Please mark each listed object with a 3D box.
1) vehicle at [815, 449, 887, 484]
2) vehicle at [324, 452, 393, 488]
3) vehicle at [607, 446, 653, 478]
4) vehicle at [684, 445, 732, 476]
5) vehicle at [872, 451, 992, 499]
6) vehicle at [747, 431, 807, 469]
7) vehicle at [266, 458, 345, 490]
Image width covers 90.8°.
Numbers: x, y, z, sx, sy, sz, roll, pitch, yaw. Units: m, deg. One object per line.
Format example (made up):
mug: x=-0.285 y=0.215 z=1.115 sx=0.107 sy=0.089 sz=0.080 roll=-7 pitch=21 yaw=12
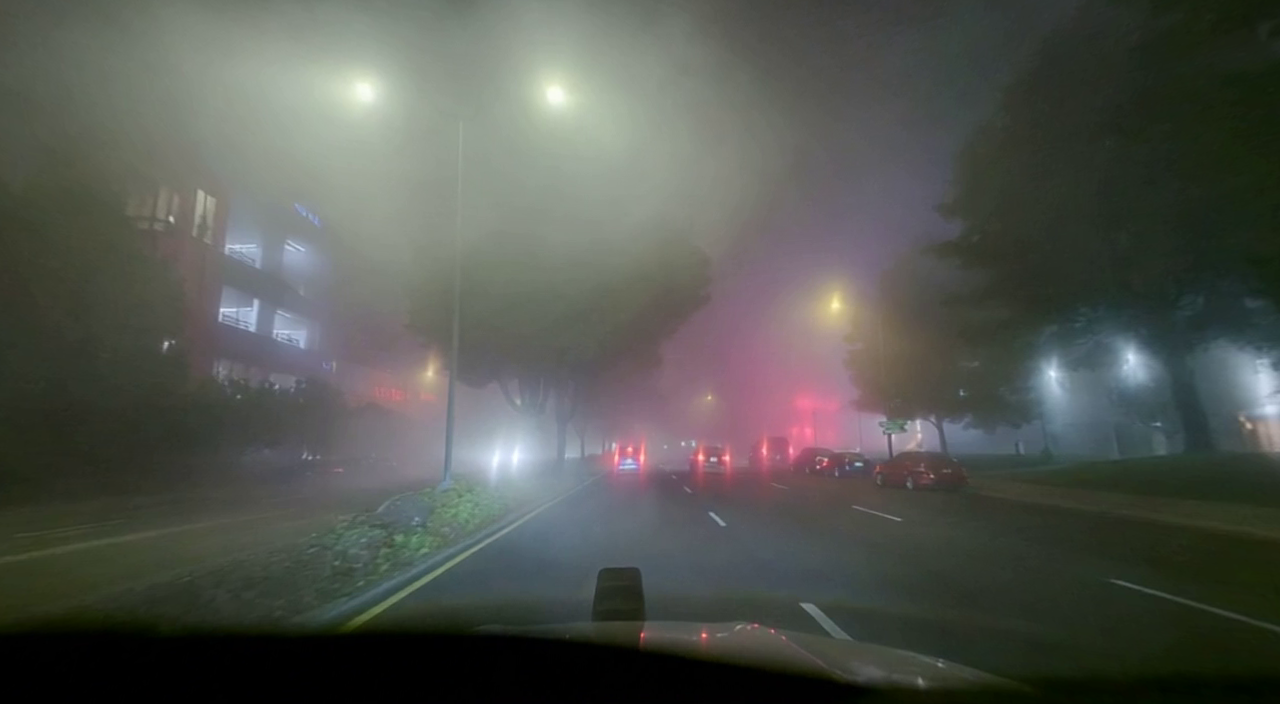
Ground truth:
vehicle: x=10.132 y=5.524 z=30.801 sx=1.898 sy=1.502 sz=4.788 roll=0 pitch=-9 yaw=0
vehicle: x=-19.289 y=8.073 z=43.614 sx=2.240 sy=2.112 sz=5.268 roll=1 pitch=-8 yaw=0
vehicle: x=-0.466 y=5.365 z=31.114 sx=2.101 sy=1.444 sz=4.248 roll=0 pitch=-9 yaw=0
vehicle: x=3.493 y=5.674 z=33.286 sx=1.993 sy=1.477 sz=4.240 roll=0 pitch=-9 yaw=-1
vehicle: x=10.071 y=4.248 z=22.251 sx=1.944 sy=1.454 sz=4.647 roll=0 pitch=-9 yaw=-1
vehicle: x=10.409 y=7.569 z=48.831 sx=3.082 sy=2.655 sz=7.381 roll=0 pitch=-9 yaw=0
vehicle: x=-19.156 y=6.965 z=36.449 sx=2.180 sy=1.608 sz=4.443 roll=0 pitch=-9 yaw=-1
